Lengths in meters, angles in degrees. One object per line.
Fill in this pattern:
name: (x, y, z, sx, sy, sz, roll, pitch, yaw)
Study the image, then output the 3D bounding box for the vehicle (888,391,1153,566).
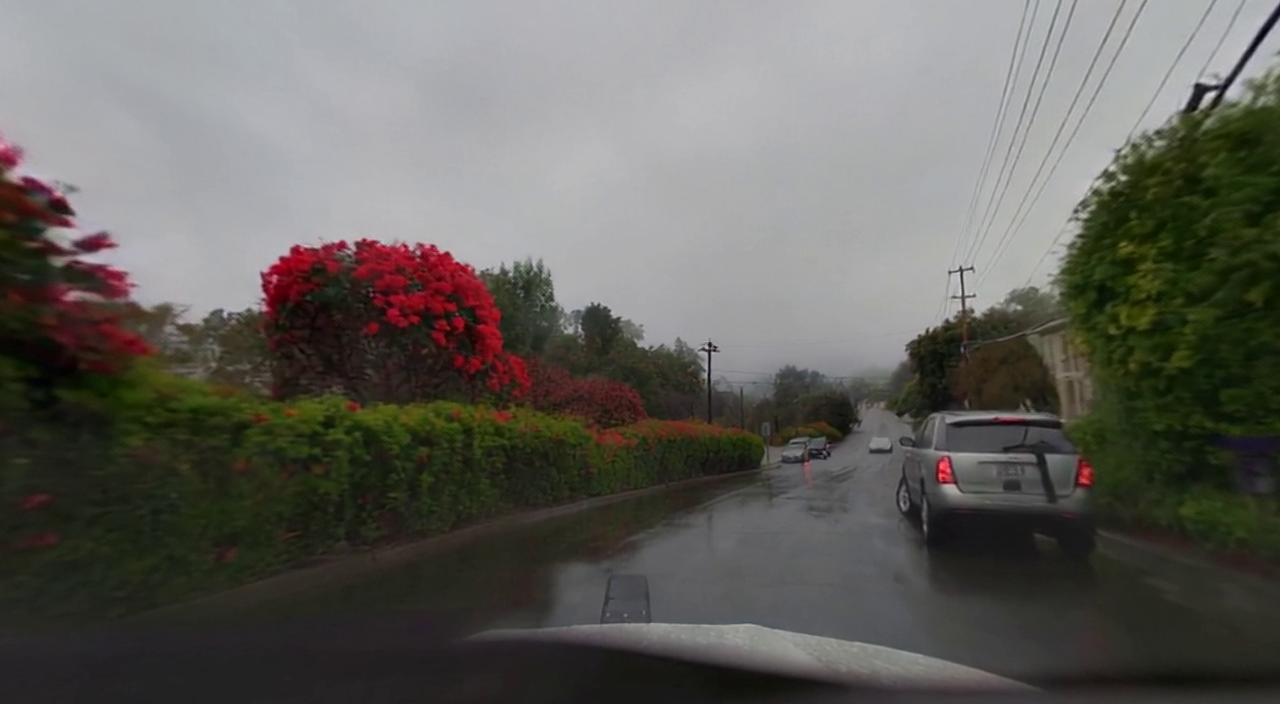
vehicle: (5.394, 1.823, 10.008, 2.311, 1.909, 5.570, -3, -9, 18)
